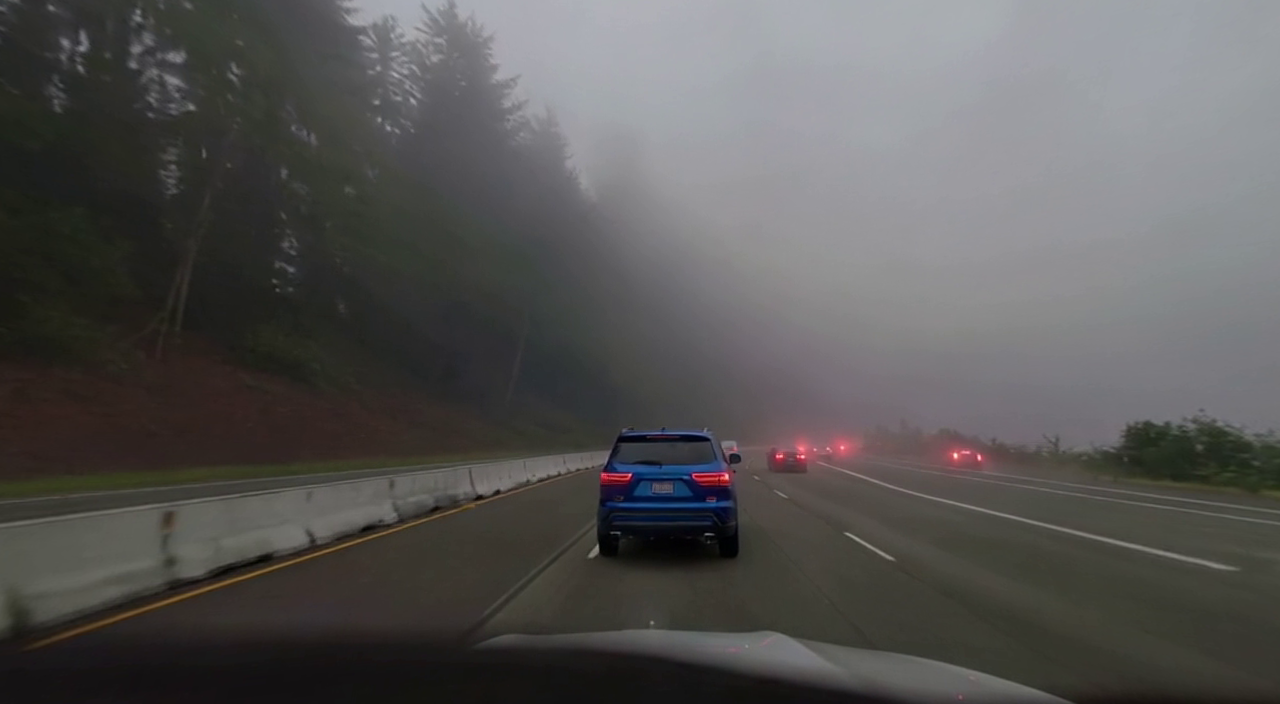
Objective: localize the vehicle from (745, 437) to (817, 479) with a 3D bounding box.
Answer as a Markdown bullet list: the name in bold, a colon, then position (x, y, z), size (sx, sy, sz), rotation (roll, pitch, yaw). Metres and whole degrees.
- **vehicle**: position (5.300, 4.026, 24.218), size (1.962, 1.442, 4.536), rotation (-1, -8, 3)

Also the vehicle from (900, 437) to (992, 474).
- **vehicle**: position (13.189, 4.472, 27.467), size (1.990, 1.478, 4.475), rotation (-1, -8, 4)

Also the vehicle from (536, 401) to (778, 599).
- **vehicle**: position (0.269, 1.533, 7.388), size (2.021, 1.635, 4.085), rotation (-1, -8, 4)
